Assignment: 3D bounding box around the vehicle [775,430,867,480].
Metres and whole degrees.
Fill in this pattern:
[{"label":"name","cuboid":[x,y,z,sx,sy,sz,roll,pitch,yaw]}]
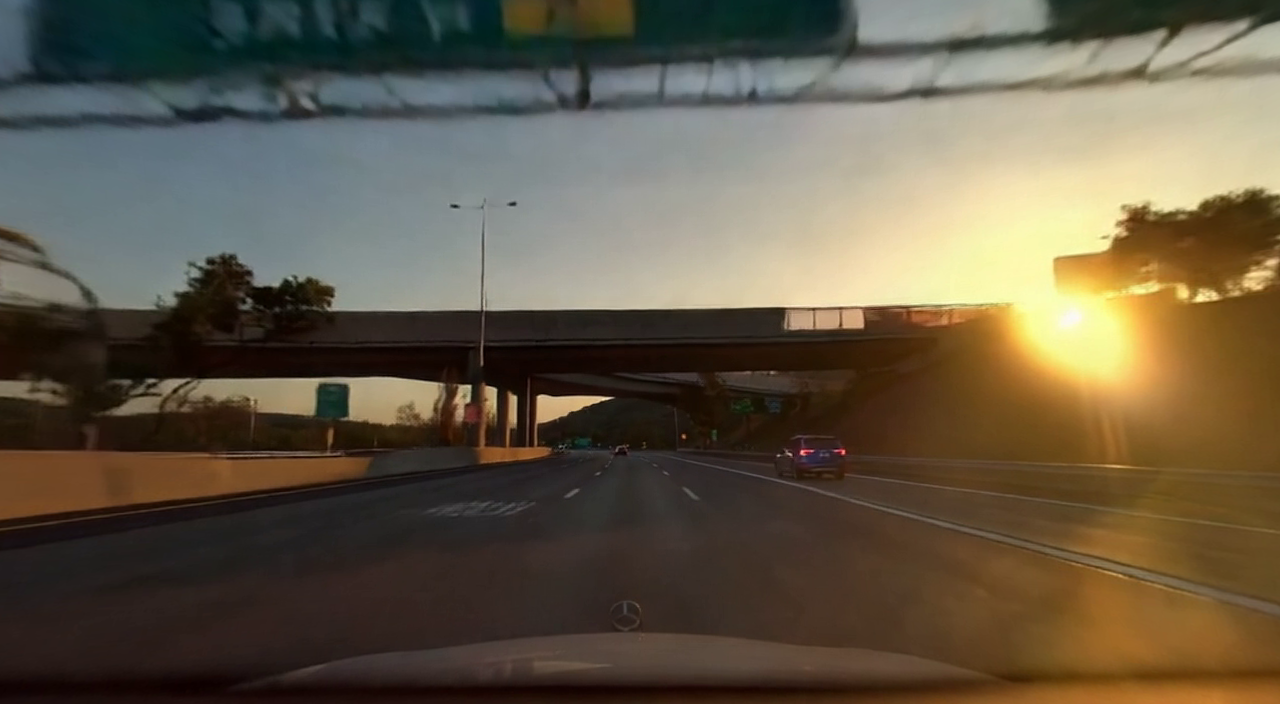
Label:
[{"label":"vehicle","cuboid":[6.808,3.940,24.236,2.091,1.711,4.383,0,-9,-2]}]
